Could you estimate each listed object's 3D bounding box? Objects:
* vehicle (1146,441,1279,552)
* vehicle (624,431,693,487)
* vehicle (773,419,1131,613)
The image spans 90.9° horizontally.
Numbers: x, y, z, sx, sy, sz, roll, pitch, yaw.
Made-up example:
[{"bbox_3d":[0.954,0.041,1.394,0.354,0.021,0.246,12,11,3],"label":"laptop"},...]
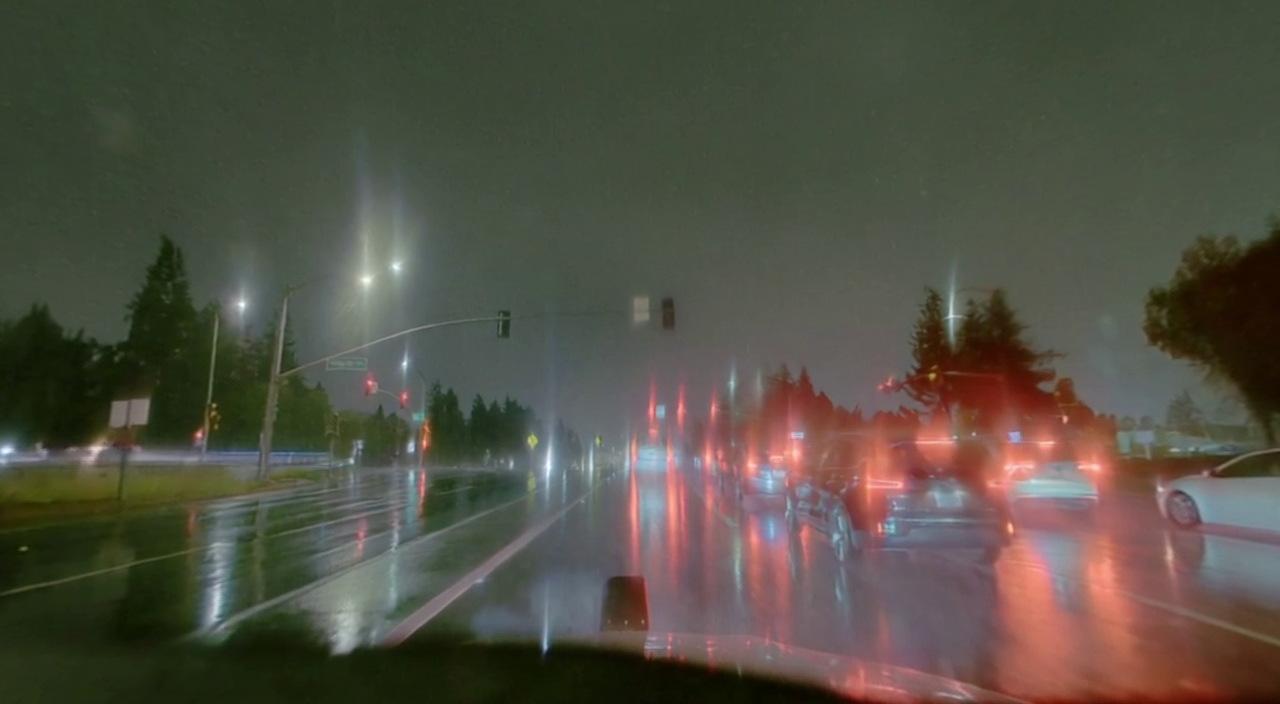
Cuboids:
[{"bbox_3d":[9.300,1.887,8.182,1.884,1.422,4.262,0,-8,-1],"label":"vehicle"},{"bbox_3d":[0.574,3.823,22.835,2.245,1.800,4.522,0,-8,0],"label":"vehicle"},{"bbox_3d":[3.007,1.646,7.313,2.078,1.578,4.107,0,-8,1],"label":"vehicle"}]
